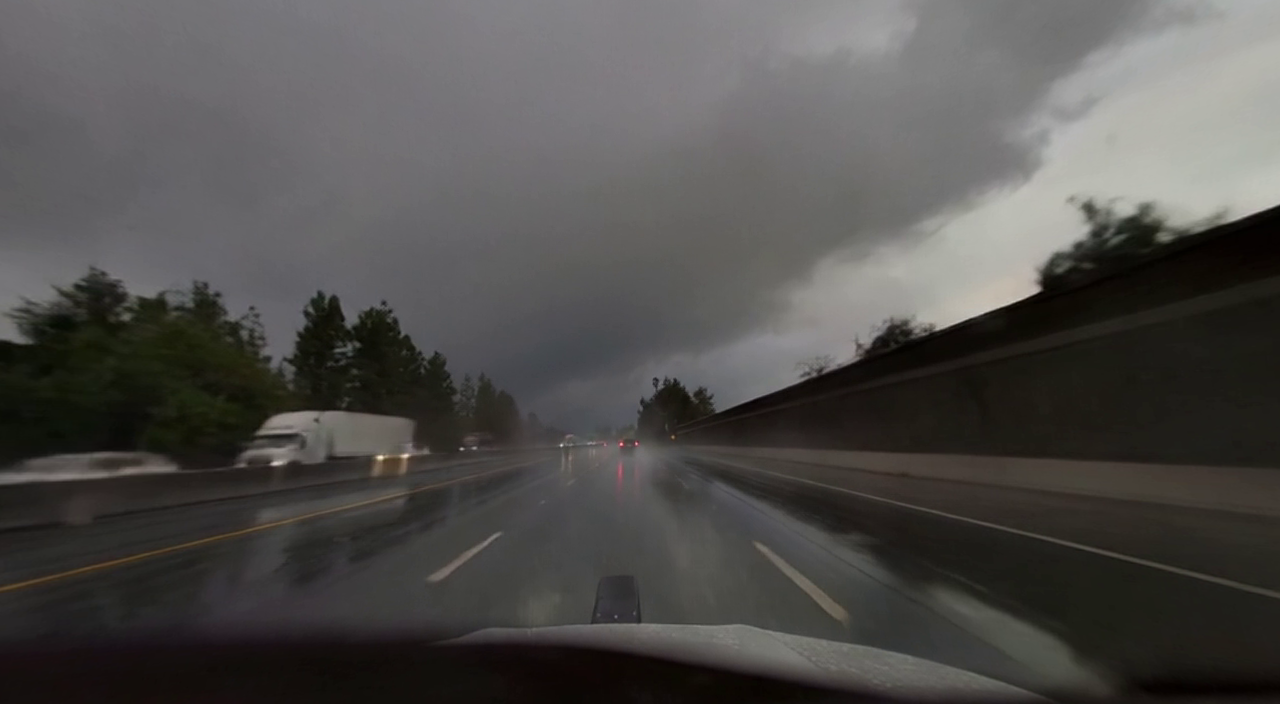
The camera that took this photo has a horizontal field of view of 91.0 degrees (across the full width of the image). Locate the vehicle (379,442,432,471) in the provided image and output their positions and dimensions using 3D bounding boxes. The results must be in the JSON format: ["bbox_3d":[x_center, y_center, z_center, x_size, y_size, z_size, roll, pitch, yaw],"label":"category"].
[{"bbox_3d":[-15.768,7.036,42.568,1.992,1.792,4.434,-1,-8,-1],"label":"vehicle"}]

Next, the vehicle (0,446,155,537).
[{"bbox_3d":[-11.684,2.528,11.695,1.875,1.470,4.357,0,-8,-1],"label":"vehicle"}]

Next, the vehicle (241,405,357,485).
[{"bbox_3d":[-19.603,5.395,36.766,2.993,4.166,6.516,0,-8,-1],"label":"vehicle"}]
